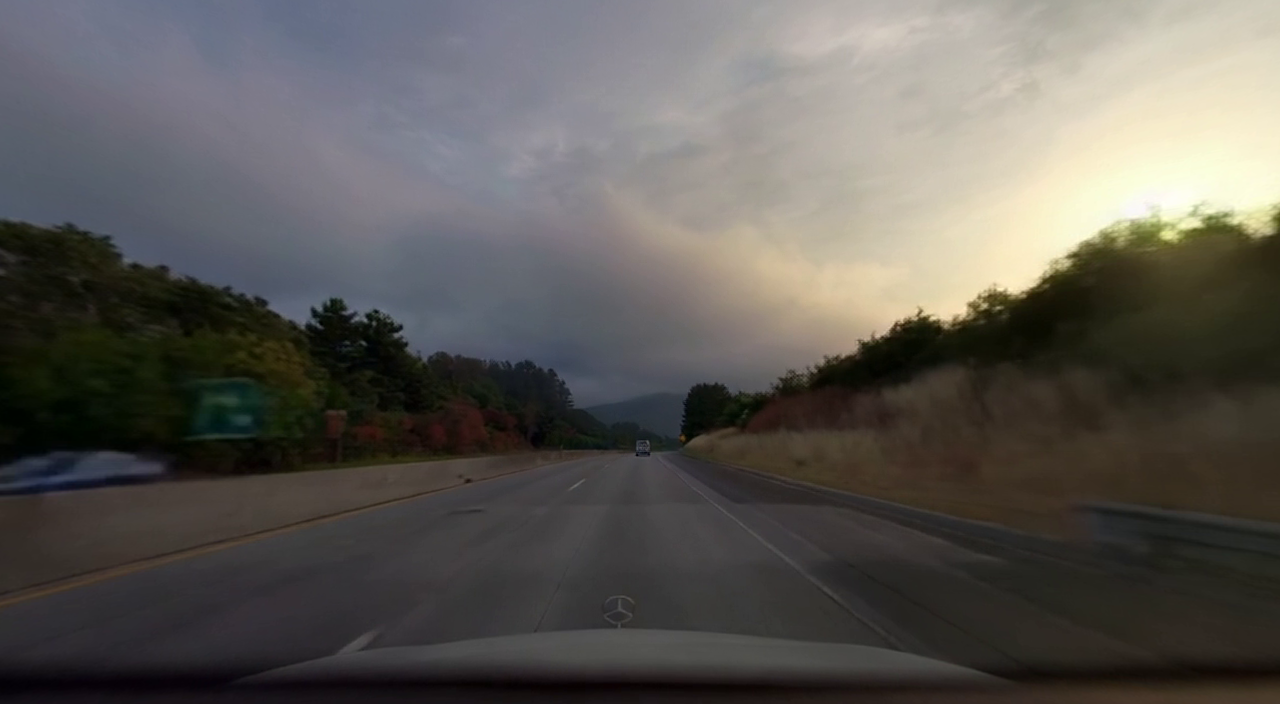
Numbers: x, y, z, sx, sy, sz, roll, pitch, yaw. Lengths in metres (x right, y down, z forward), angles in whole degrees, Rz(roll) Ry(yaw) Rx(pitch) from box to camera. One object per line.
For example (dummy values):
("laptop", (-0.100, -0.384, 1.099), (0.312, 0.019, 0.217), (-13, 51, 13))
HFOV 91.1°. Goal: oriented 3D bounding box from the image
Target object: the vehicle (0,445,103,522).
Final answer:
("vehicle", (-14.558, 2.850, 13.660), (1.918, 1.609, 4.302), (0, -8, 0))
